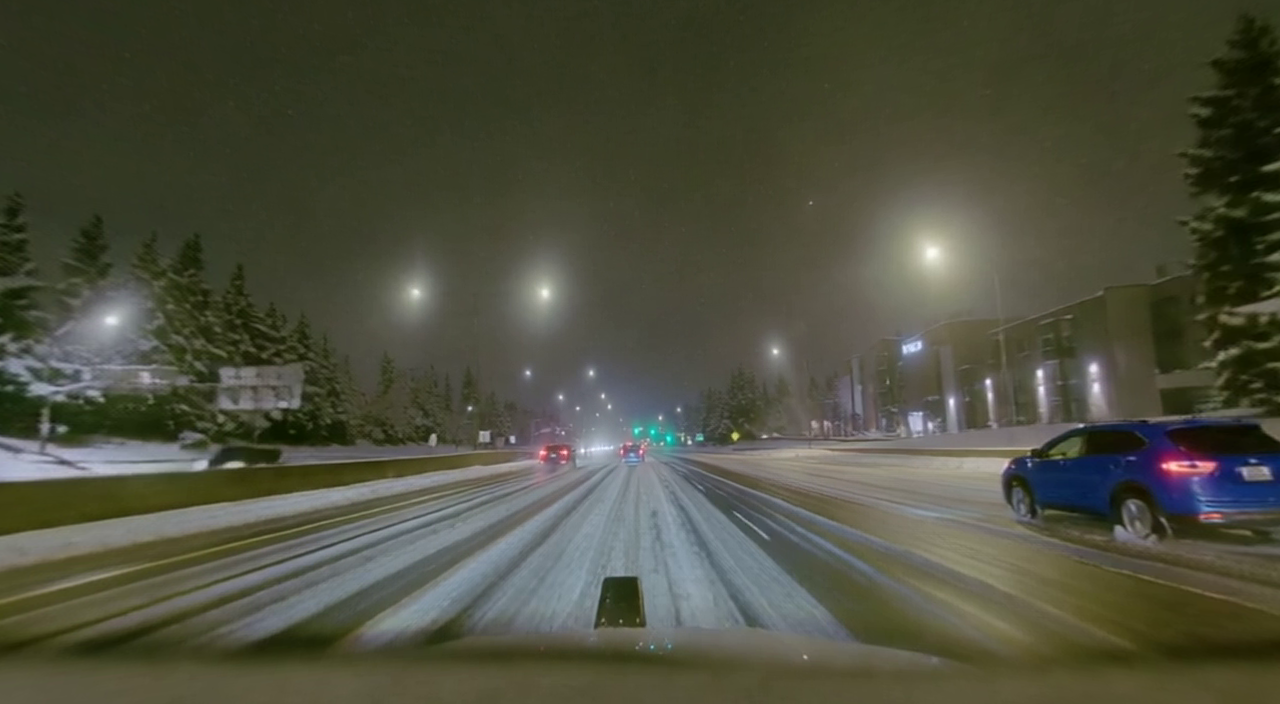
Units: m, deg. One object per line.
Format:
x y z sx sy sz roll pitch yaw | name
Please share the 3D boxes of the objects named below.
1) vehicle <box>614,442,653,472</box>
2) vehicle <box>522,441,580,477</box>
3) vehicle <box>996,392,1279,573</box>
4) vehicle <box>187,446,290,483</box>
-0.371 5.729 34.688 1.997 1.485 4.094 0 -8 -1 | vehicle
-3.861 4.715 28.066 1.886 1.465 4.625 0 -8 0 | vehicle
7.357 1.655 8.726 2.028 1.801 4.741 0 -8 -1 | vehicle
-20.688 5.795 32.887 2.123 1.759 4.920 0 -8 0 | vehicle
